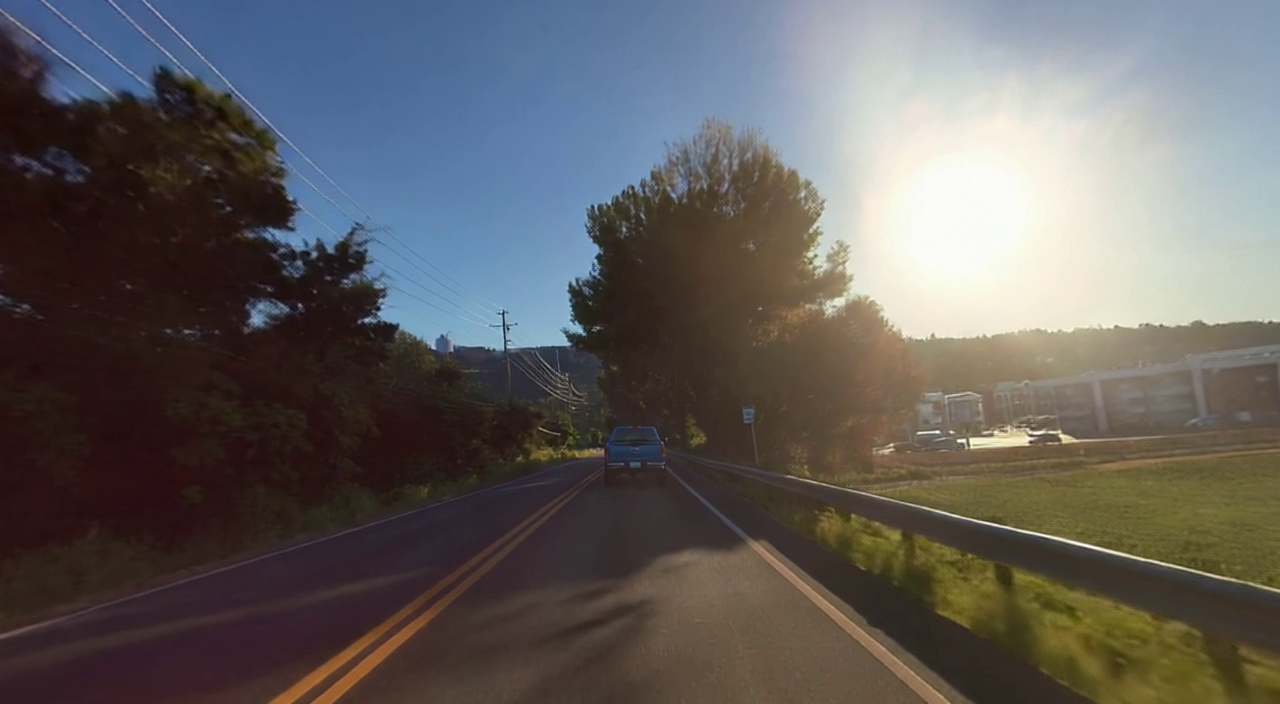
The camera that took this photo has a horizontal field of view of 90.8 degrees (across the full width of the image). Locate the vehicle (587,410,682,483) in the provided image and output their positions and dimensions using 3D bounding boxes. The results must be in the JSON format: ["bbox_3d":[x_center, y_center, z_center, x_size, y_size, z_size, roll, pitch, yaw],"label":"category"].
[{"bbox_3d":[-0.251,3.560,23.932,3.021,2.326,7.410,0,-8,-1],"label":"vehicle"}]
